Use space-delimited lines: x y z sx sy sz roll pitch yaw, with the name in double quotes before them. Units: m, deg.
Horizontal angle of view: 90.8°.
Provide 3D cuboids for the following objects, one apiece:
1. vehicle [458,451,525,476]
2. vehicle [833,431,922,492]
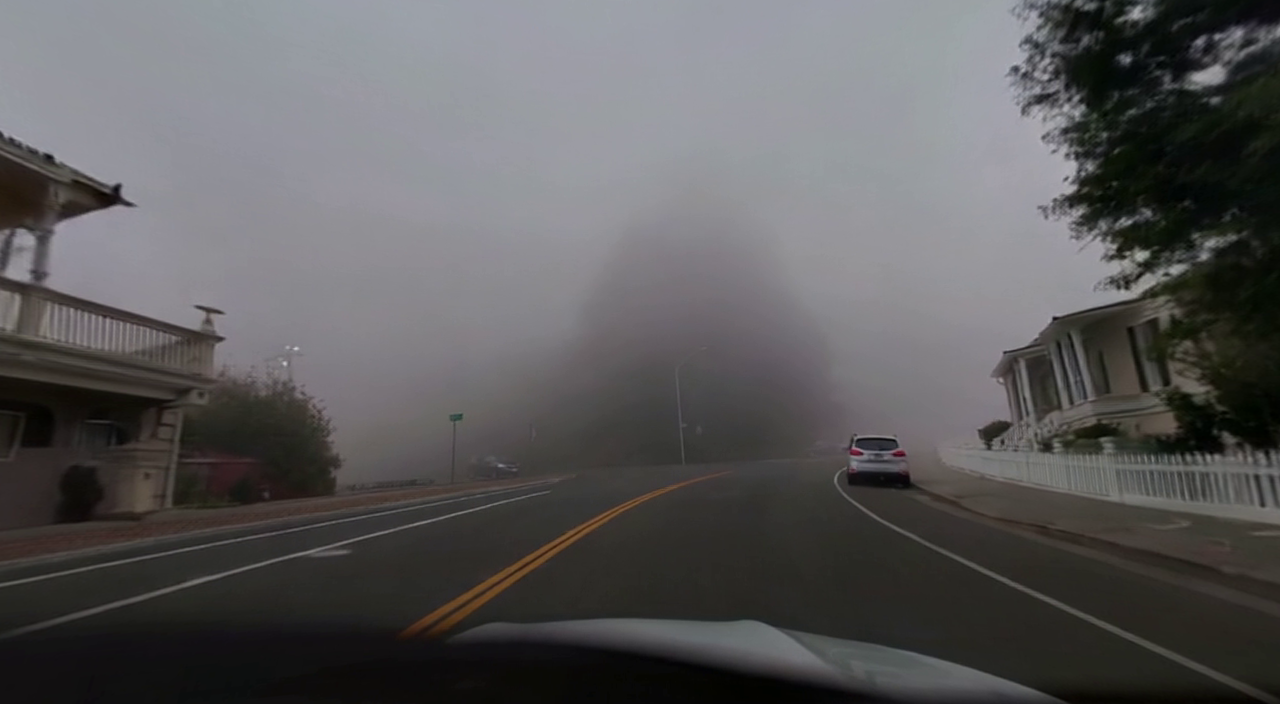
"vehicle" -10.726 8.048 45.644 4.270 1.683 1.984 -3 -10 22
"vehicle" 7.457 3.454 20.273 2.105 1.705 4.392 -2 -9 14
